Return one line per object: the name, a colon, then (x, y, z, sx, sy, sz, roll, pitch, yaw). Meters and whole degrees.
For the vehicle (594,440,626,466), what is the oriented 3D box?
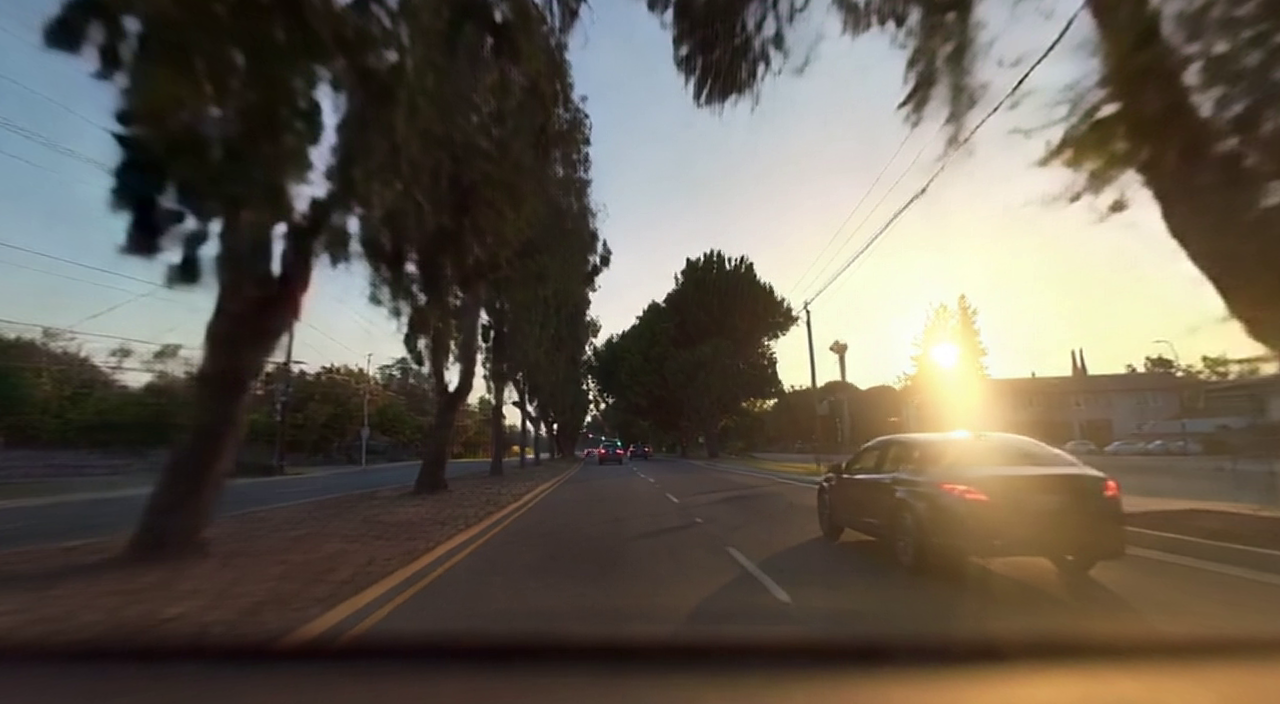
vehicle: (-2.229, 7.259, 45.334, 2.189, 1.776, 4.342, 1, -9, -4)

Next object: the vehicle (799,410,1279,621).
vehicle: (3.734, 1.635, 7.367, 2.235, 1.597, 4.918, 0, -9, -3)
